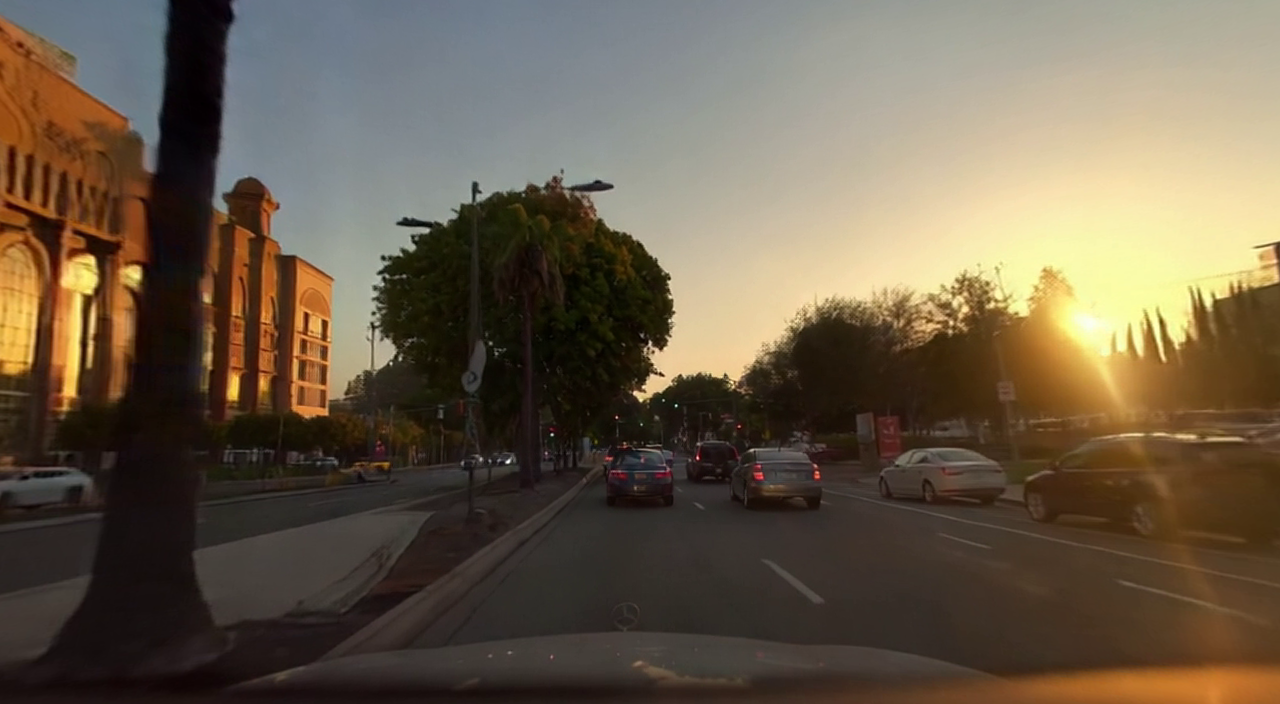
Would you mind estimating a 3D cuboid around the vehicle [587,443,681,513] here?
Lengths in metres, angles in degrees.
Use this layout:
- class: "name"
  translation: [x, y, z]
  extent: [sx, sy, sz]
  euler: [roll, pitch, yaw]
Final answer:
- class: "vehicle"
  translation: [-0.172, 3.040, 15.729]
  extent: [2.050, 1.521, 3.747]
  euler: [0, -9, -1]

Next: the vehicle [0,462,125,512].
- class: "vehicle"
  translation: [-20.919, 4.651, 22.128]
  extent: [1.856, 1.429, 4.672]
  euler: [0, -9, -1]

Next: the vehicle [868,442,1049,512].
- class: "vehicle"
  translation: [8.161, 3.222, 16.873]
  extent: [1.970, 1.559, 4.911]
  euler: [1, -9, -5]

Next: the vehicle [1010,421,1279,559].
- class: "vehicle"
  translation: [8.532, 2.094, 10.370]
  extent: [1.994, 1.715, 4.777]
  euler: [0, -9, 0]

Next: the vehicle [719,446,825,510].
- class: "vehicle"
  translation: [3.346, 3.266, 16.895]
  extent: [1.833, 1.465, 4.258]
  euler: [0, -9, -1]

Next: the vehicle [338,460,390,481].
- class: "vehicle"
  translation: [-21.136, 9.068, 48.582]
  extent: [1.935, 1.479, 4.453]
  euler: [0, -9, 0]

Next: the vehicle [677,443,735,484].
- class: "vehicle"
  translation: [3.299, 5.779, 33.392]
  extent: [2.127, 1.854, 7.971]
  euler: [0, -9, -1]
